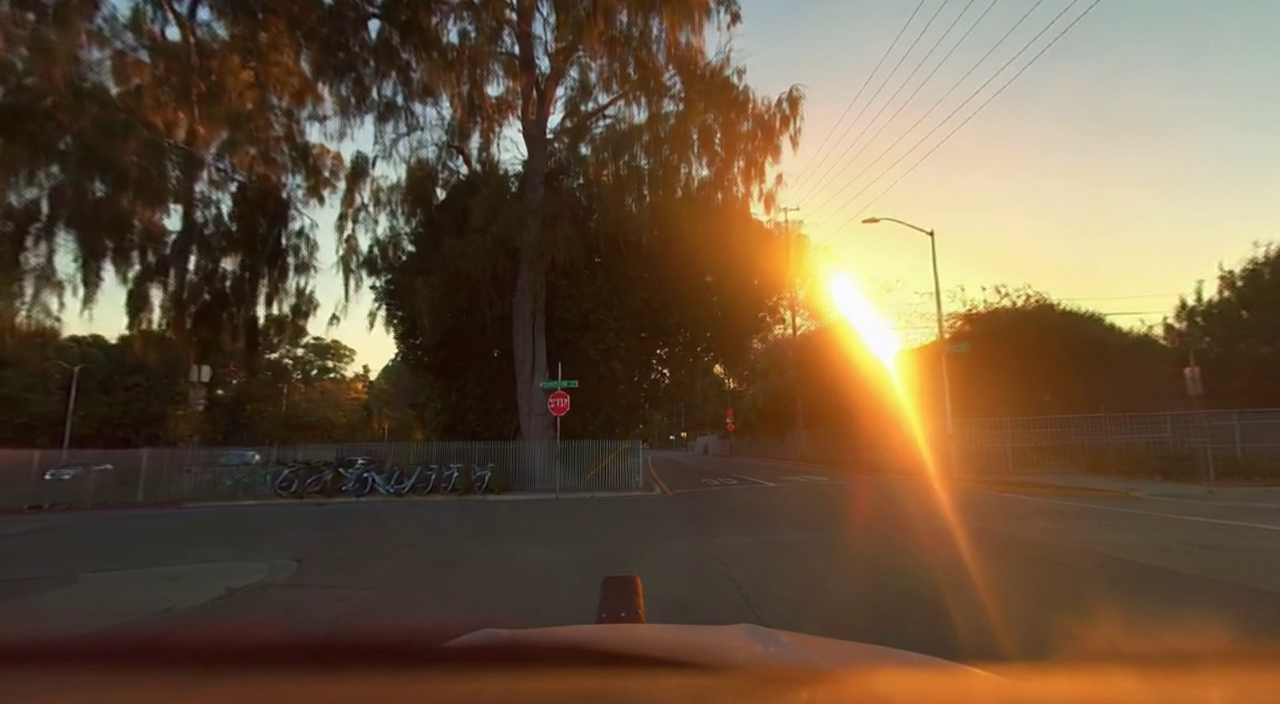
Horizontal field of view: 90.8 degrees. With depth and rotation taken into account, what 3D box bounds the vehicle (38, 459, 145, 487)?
[{"bbox_3d":[-33.551,7.383,38.733,4.569,1.558,1.903,0,-9,-5],"label":"vehicle"}]
